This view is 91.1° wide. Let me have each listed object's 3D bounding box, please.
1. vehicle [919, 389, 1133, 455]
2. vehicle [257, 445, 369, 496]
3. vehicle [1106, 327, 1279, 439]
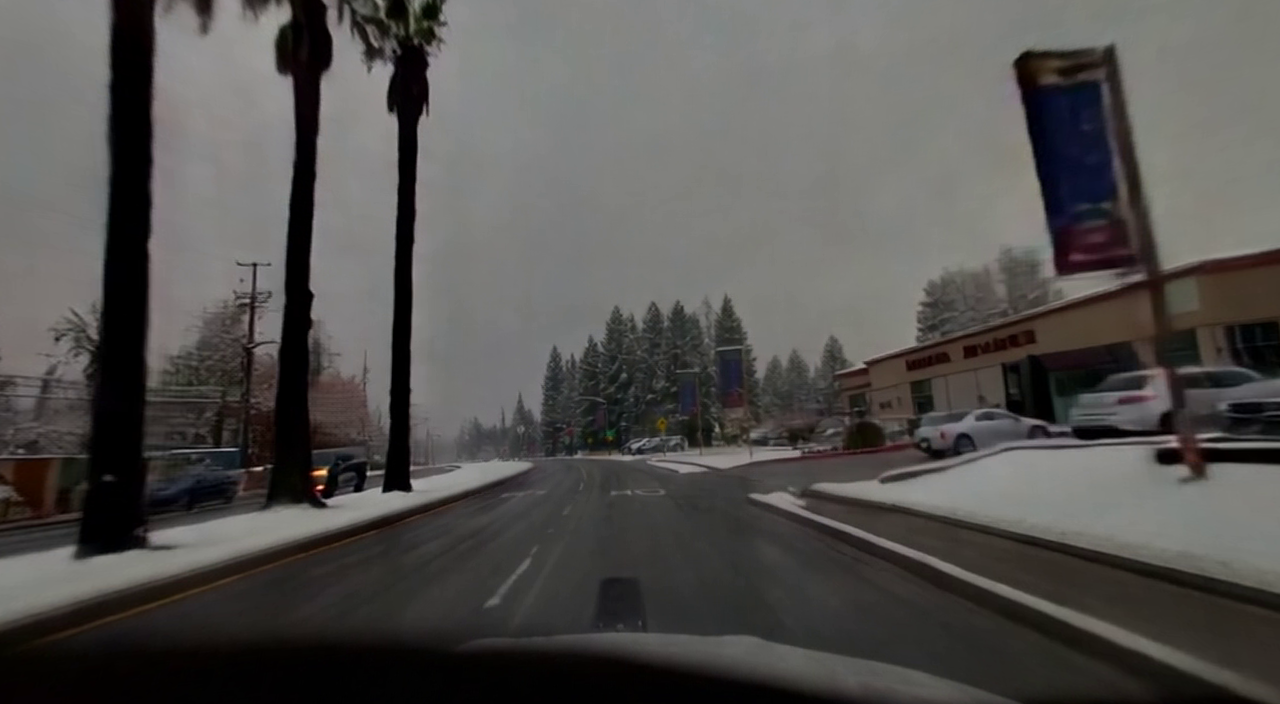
[{"bbox_3d":[10.387,1.949,17.197,4.423,1.662,2.097,0,-9,0],"label":"vehicle"},{"bbox_3d":[-13.744,4.954,26.808,2.239,1.955,5.017,0,-9,-3],"label":"vehicle"},{"bbox_3d":[10.808,0.608,10.562,4.142,1.669,2.194,0,-9,0],"label":"vehicle"}]
